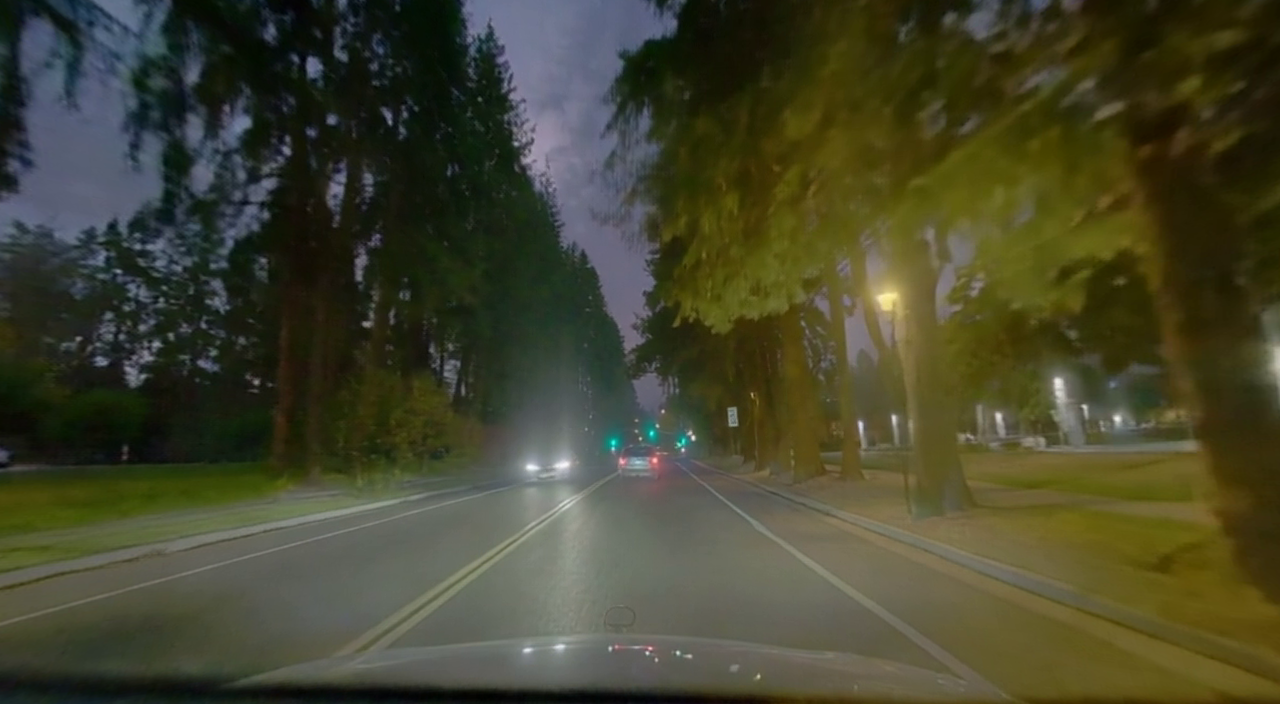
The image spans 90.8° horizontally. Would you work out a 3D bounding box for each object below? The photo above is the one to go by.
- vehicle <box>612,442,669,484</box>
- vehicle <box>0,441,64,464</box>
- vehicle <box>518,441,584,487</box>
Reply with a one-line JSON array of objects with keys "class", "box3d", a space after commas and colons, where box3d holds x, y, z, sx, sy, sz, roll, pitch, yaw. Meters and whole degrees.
[{"class": "vehicle", "box3d": [0.117, 4.552, 26.271, 2.152, 1.574, 4.223, -1, -8, 3]}, {"class": "vehicle", "box3d": [-46.170, 7.434, 46.988, 1.897, 1.584, 4.678, -1, -8, 5]}, {"class": "vehicle", "box3d": [-3.601, 4.587, 26.273, 2.078, 1.720, 3.822, -1, -8, 2]}]
